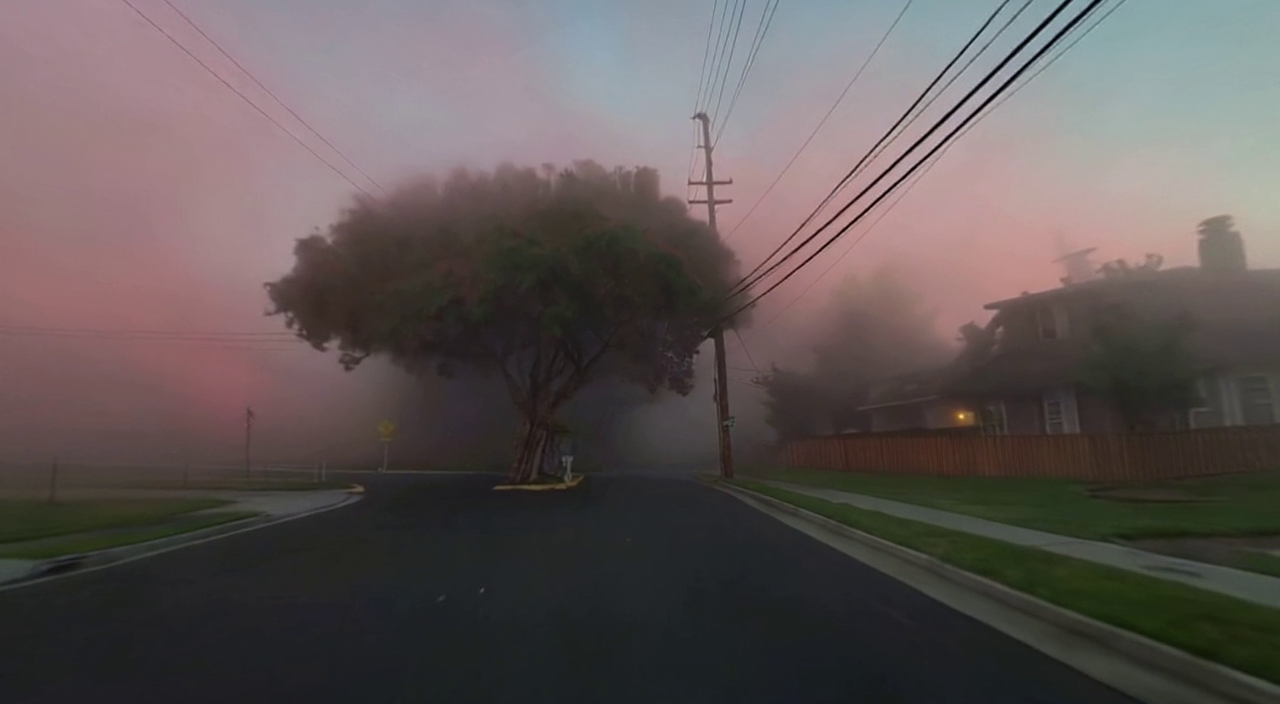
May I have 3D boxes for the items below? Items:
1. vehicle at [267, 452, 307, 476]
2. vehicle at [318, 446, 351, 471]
[{"bbox_3d":[-24.272,7.650,43.582,1.955,1.448,4.542,3,-9,-24],"label":"vehicle"},{"bbox_3d":[-23.932,8.310,49.602,2.083,1.802,4.455,4,-9,-24],"label":"vehicle"}]
